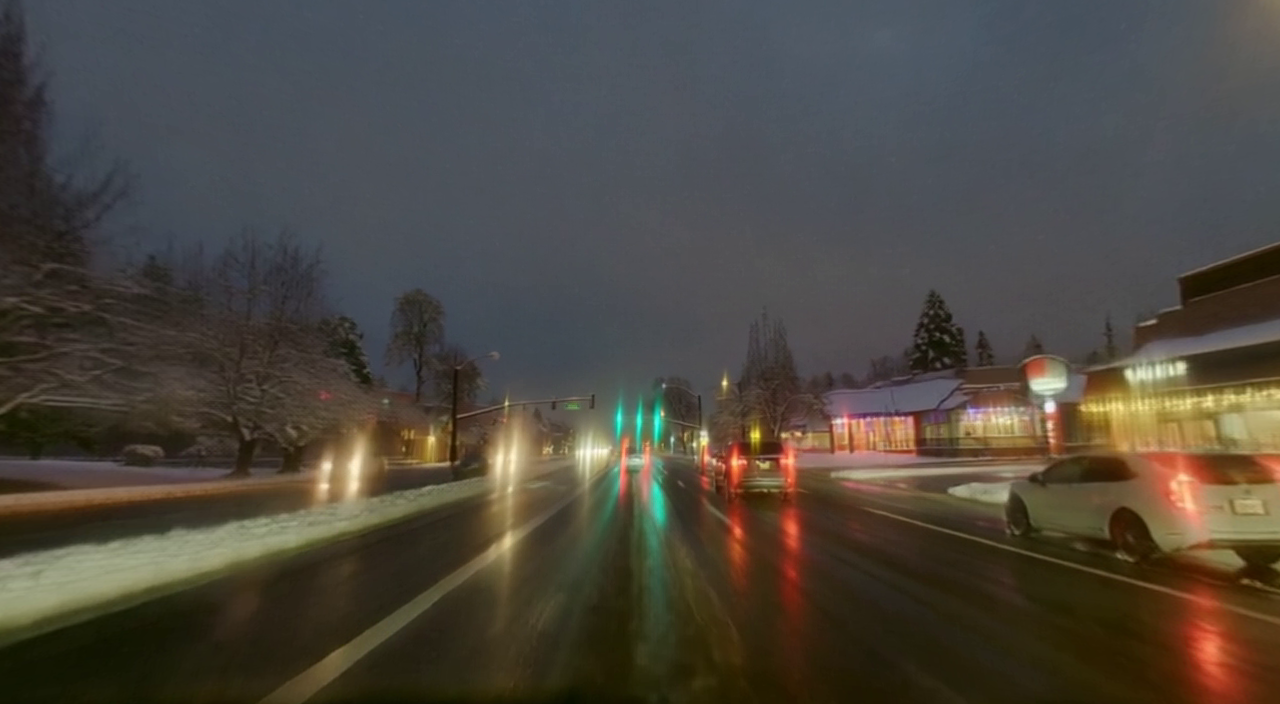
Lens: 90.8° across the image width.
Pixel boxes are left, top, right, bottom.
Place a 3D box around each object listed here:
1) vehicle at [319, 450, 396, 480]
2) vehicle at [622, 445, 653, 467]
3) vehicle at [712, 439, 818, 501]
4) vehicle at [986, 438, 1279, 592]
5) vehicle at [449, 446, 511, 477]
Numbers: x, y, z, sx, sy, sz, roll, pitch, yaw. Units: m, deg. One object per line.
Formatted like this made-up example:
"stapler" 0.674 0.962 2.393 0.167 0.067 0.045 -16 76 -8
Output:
"vehicle" -15.851 6.352 35.733 2.096 1.512 4.755 0 -8 1
"vehicle" -0.176 7.305 44.656 2.052 1.461 4.324 0 -8 0
"vehicle" 3.416 3.299 18.207 2.072 1.545 4.578 0 -8 -1
"vehicle" 6.857 1.892 8.361 1.952 1.449 4.544 0 -8 0
"vehicle" -8.306 5.687 33.224 2.039 1.487 4.437 0 -8 0
